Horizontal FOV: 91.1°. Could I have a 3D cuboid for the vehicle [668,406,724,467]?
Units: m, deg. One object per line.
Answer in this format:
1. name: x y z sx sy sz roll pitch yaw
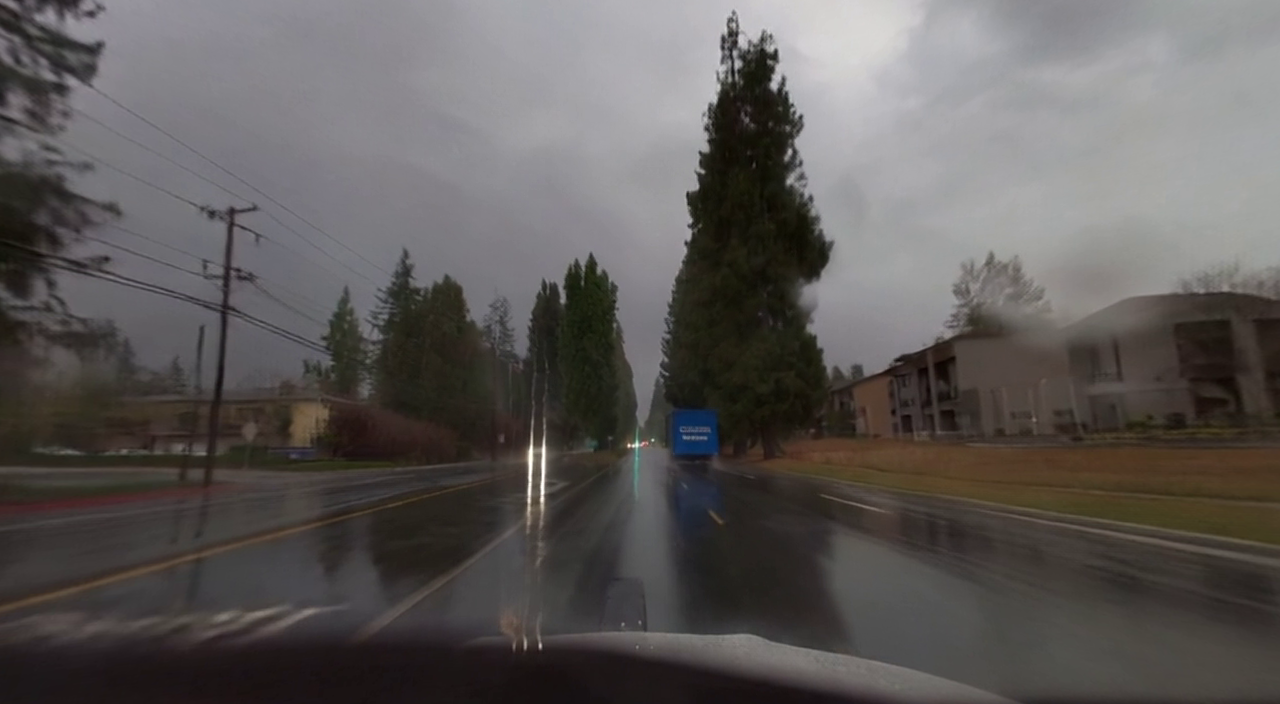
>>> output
1. vehicle: 3.805 6.077 44.777 2.973 3.848 9.336 0 -8 -1
